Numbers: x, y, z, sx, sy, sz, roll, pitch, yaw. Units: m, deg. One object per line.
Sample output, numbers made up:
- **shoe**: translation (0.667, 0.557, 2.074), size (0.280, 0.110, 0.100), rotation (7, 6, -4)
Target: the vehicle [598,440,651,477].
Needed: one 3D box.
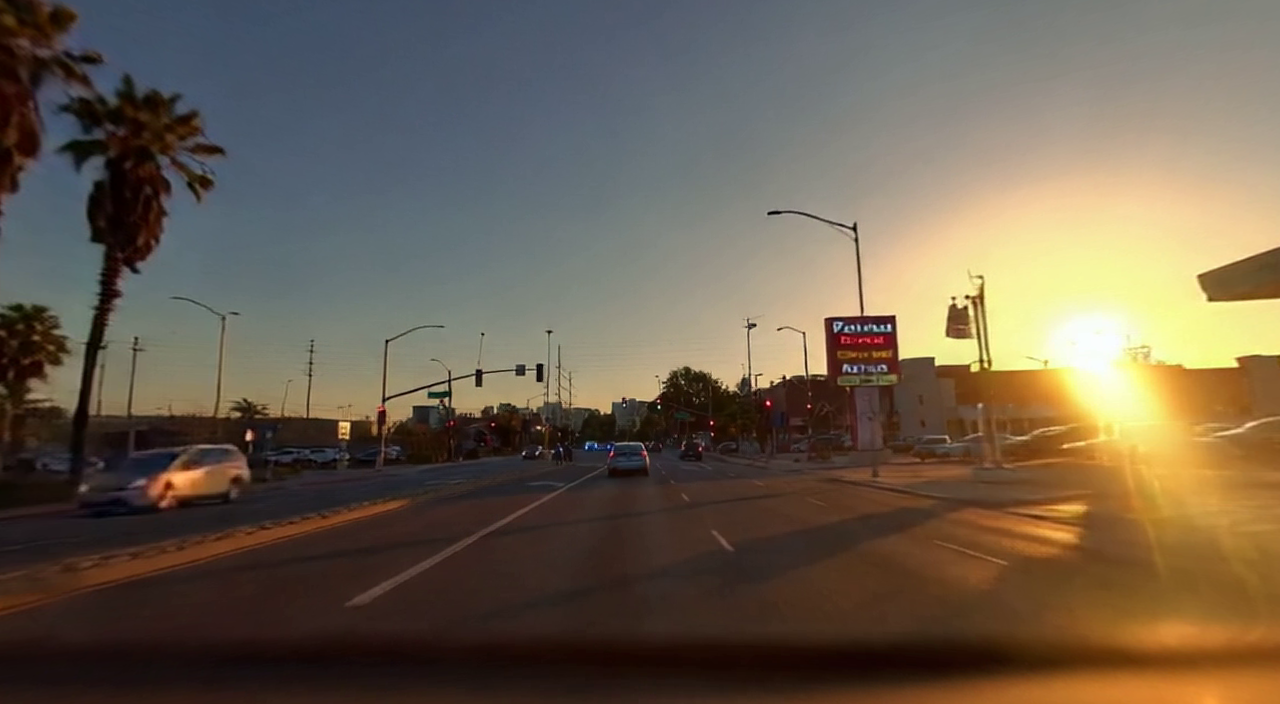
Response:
- **vehicle**: translation (-0.641, 4.694, 28.078), size (2.160, 1.508, 4.319), rotation (0, -9, -1)

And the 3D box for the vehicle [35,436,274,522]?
- **vehicle**: translation (-11.569, 3.027, 15.678), size (2.098, 1.766, 4.787), rotation (0, -9, 0)

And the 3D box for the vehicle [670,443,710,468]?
- **vehicle**: translation (3.054, 6.466, 39.720), size (2.060, 1.471, 4.168), rotation (0, -9, -1)

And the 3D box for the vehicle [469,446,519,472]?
- **vehicle**: translation (-8.705, 6.404, 38.057), size (1.894, 1.486, 4.359), rotation (0, -9, 0)

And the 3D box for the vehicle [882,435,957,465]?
- **vehicle**: translation (14.764, 5.151, 33.311), size (1.985, 1.479, 4.580), rotation (-9, -12, 44)

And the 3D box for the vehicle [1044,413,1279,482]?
- **vehicle**: translation (16.377, 3.036, 20.176), size (2.172, 1.855, 5.526), rotation (3, -9, -21)

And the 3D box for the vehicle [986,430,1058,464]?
- **vehicle**: translation (20.006, 4.949, 33.065), size (4.432, 1.556, 2.012), rotation (6, -11, -44)
